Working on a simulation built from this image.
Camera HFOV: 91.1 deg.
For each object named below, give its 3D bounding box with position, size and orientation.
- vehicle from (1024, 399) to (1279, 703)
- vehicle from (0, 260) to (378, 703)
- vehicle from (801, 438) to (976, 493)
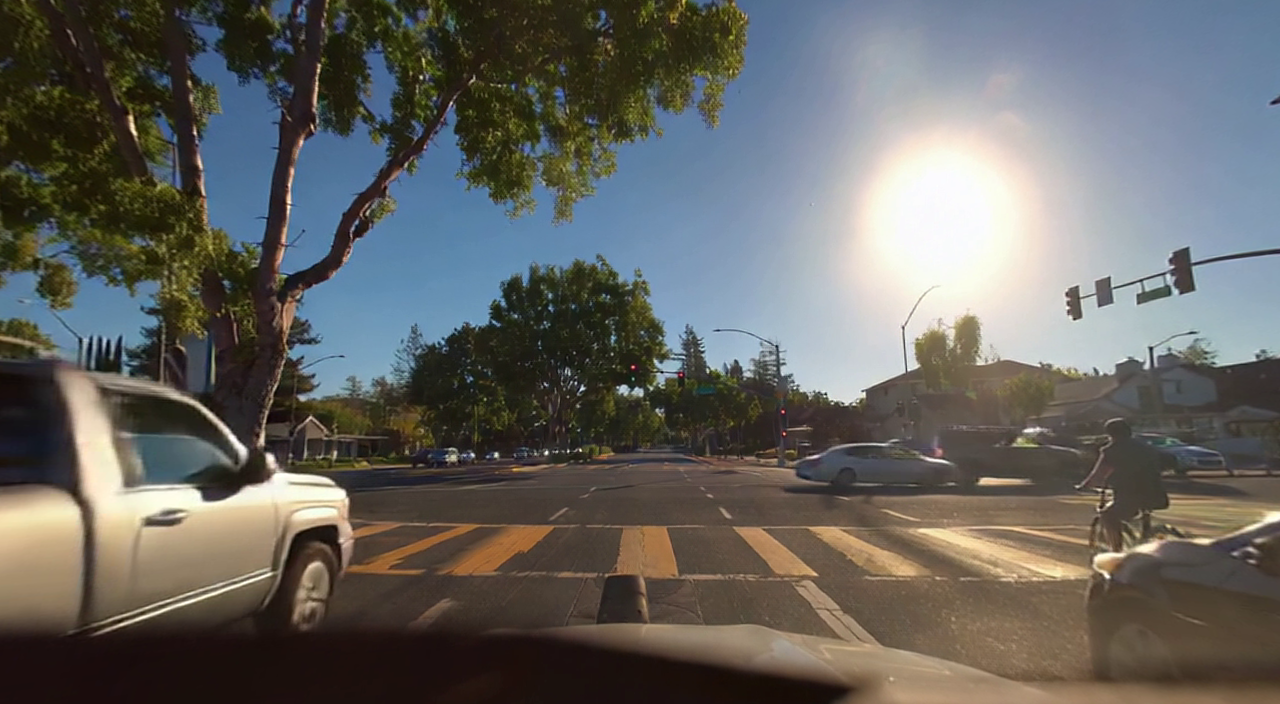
[{"bbox_3d":[3.093,0.758,1.165,1.990,1.454,4.490,0,-8,1],"label":"vehicle"},{"bbox_3d":[-3.252,0.714,2.519,2.231,1.898,4.985,0,-8,0],"label":"vehicle"},{"bbox_3d":[6.519,2.970,16.753,4.050,1.304,1.921,-3,-9,21],"label":"vehicle"}]
